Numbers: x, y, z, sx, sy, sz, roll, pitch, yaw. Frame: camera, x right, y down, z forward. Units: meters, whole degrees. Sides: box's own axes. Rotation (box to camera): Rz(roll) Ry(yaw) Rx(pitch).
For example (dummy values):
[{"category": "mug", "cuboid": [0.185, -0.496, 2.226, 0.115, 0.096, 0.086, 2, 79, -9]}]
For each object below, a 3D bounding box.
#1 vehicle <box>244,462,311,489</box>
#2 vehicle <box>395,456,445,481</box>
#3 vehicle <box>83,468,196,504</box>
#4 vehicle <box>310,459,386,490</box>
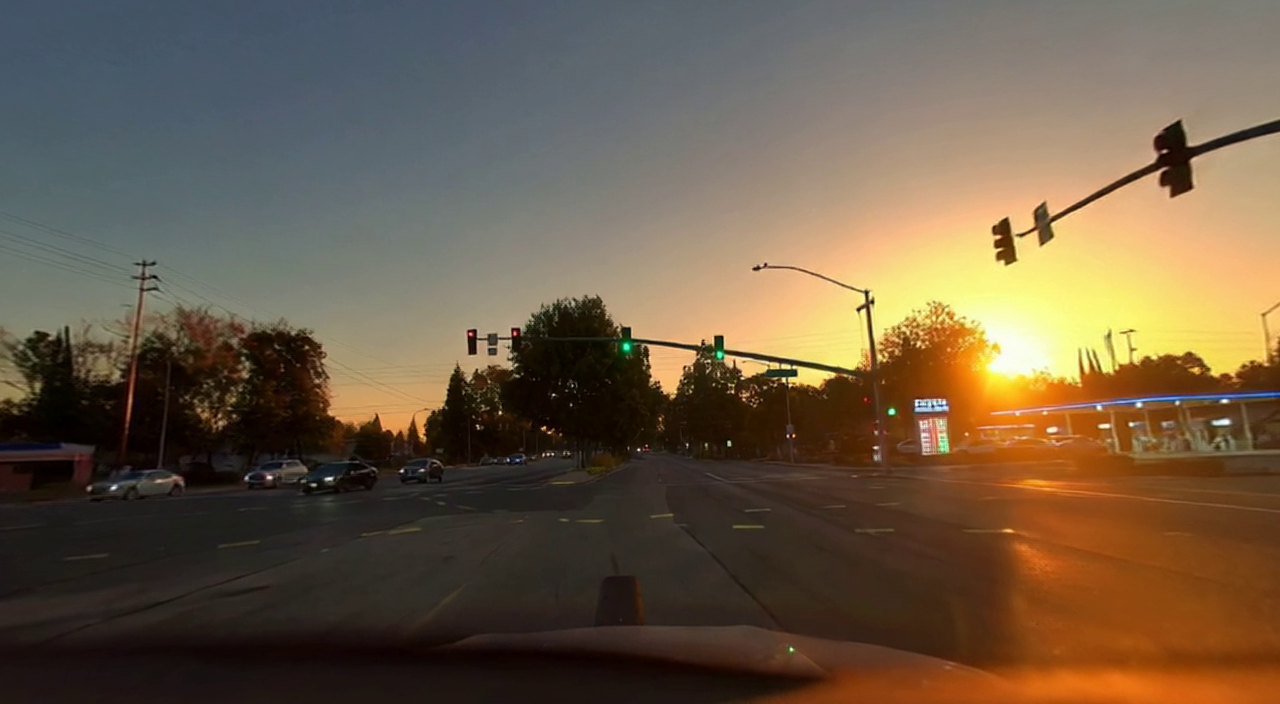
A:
[{"category": "vehicle", "cuboid": [-24.889, 8.479, 43.604, 2.098, 1.684, 4.388, 0, -9, -2]}, {"category": "vehicle", "cuboid": [-15.445, 8.200, 44.608, 2.053, 1.598, 4.336, 0, -9, -1]}, {"category": "vehicle", "cuboid": [-24.590, 6.580, 31.313, 1.895, 1.483, 4.790, 0, -9, -3]}, {"category": "vehicle", "cuboid": [-15.325, 6.447, 33.403, 1.920, 1.434, 4.328, 0, -9, 0]}]
